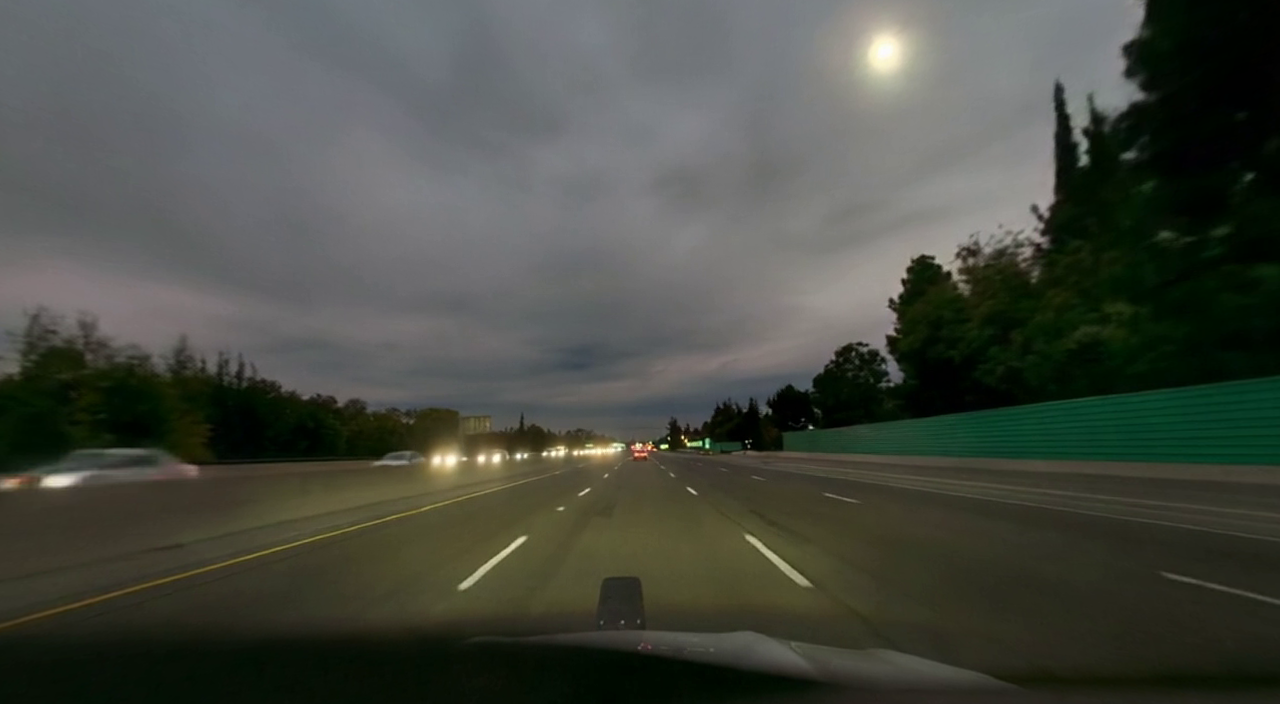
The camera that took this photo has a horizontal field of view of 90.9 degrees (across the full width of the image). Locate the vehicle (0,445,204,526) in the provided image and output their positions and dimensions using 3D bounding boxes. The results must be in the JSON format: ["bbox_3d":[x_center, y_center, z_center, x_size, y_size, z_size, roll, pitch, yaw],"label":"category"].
[{"bbox_3d":[-12.072,2.853,13.990,1.863,1.492,4.026,0,-9,0],"label":"vehicle"}]

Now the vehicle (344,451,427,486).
[{"bbox_3d":[-11.232,5.153,28.127,1.902,1.426,4.345,0,-9,0],"label":"vehicle"}]

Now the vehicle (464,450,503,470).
[{"bbox_3d":[-11.791,8.159,47.771,1.852,1.455,4.006,0,-9,1],"label":"vehicle"}]

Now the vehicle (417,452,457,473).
[{"bbox_3d":[-15.990,8.676,49.753,1.812,1.528,3.947,0,-9,0],"label":"vehicle"}]
